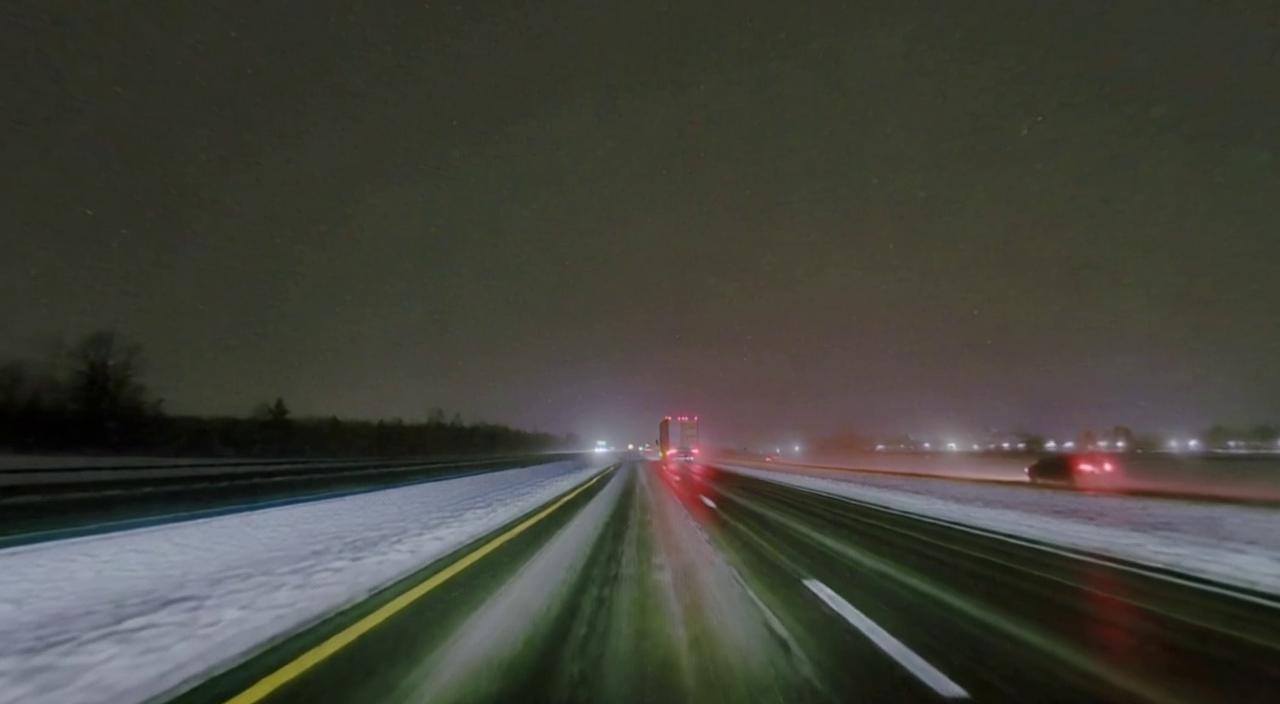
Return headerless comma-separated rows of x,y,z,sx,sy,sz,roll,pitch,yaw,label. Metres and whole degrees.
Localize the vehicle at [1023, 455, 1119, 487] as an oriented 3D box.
21.909,6.050,32.232,1.836,1.499,3.936,1,-9,-7,vehicle
